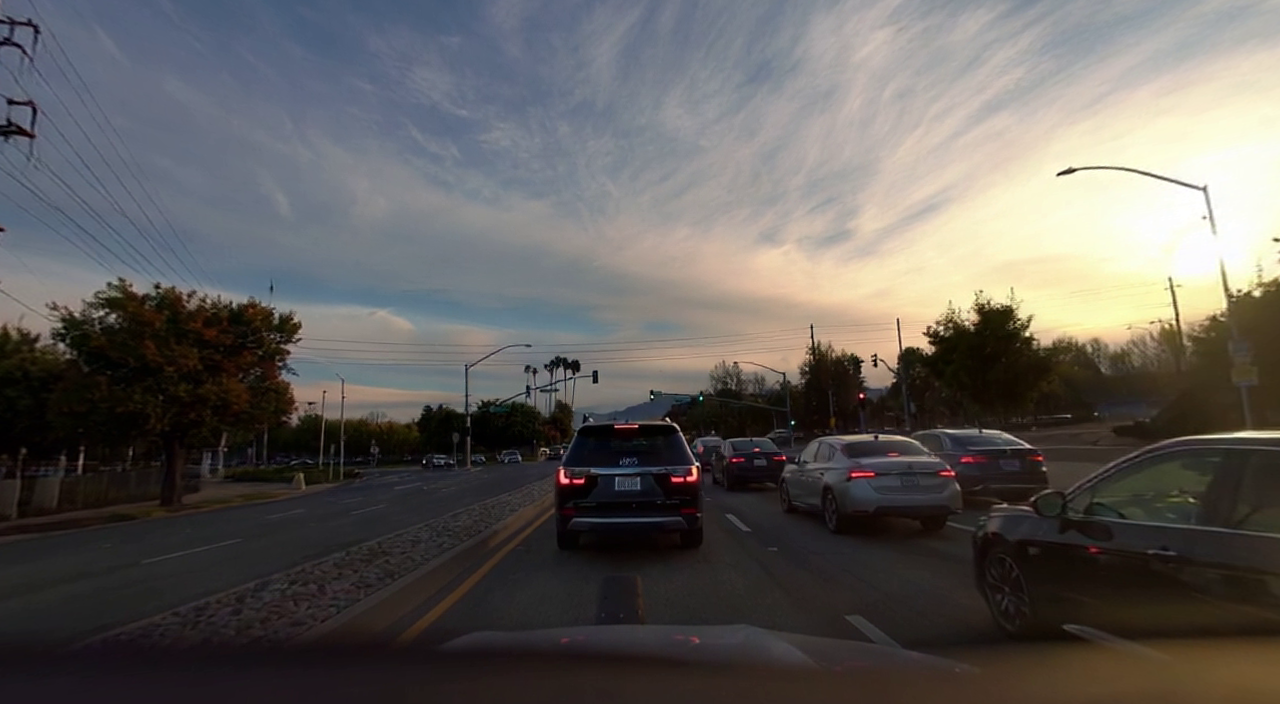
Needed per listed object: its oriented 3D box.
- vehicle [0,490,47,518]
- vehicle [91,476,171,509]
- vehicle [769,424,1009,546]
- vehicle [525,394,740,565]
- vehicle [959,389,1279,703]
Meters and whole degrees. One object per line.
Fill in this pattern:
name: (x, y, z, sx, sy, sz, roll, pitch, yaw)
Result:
vehicle: (-37.410, 8.960, 37.010, 1.774, 1.428, 3.668, -9, -12, 43)
vehicle: (-26.367, 7.267, 32.712, 3.826, 1.522, 1.741, -7, -10, 28)
vehicle: (3.509, 1.963, 10.000, 1.952, 1.477, 4.417, 0, -9, -1)
vehicle: (-0.132, 1.680, 8.991, 2.300, 1.821, 4.254, 0, -9, -1)
vehicle: (3.287, 0.857, 2.186, 1.984, 1.462, 4.513, 0, -9, 0)
